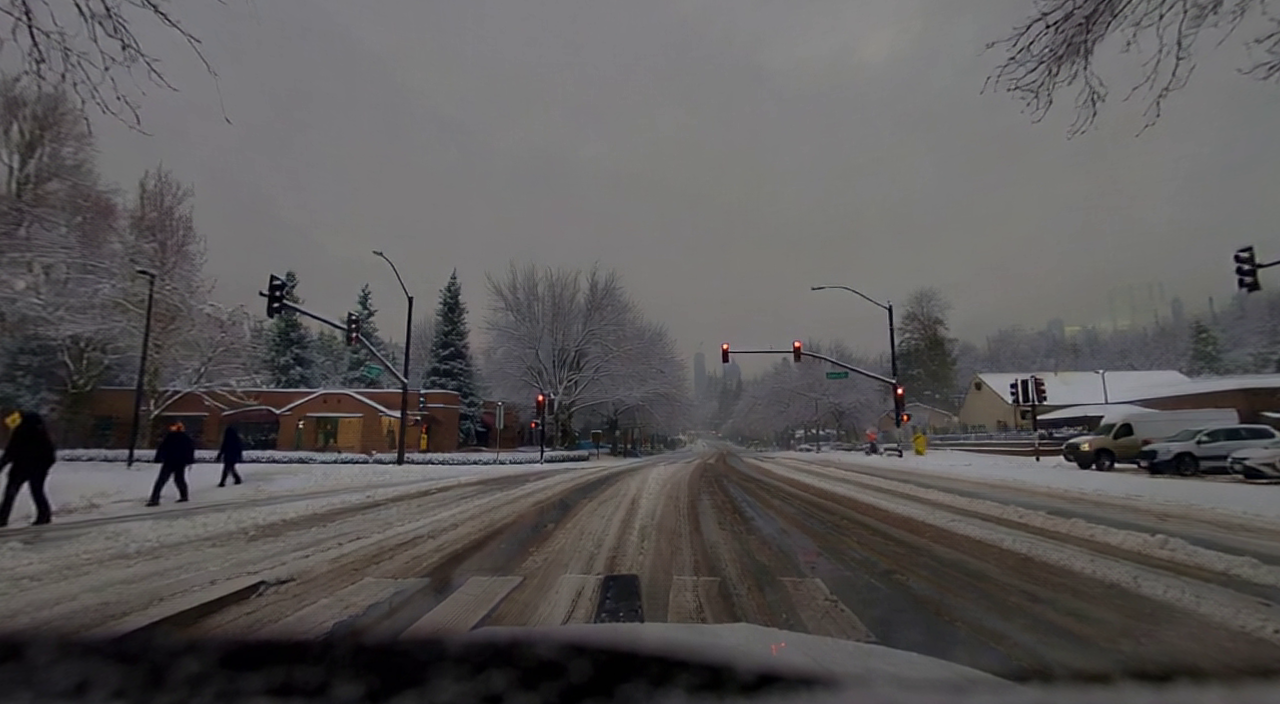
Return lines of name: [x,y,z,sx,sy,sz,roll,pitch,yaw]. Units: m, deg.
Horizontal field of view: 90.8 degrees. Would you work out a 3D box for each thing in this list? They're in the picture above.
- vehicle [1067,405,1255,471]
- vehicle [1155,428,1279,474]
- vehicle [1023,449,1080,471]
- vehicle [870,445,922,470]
vehicle: [22.941,3.850,28.094,5.855,2.746,2.523,-1,-9,3]
vehicle: [20.995,3.398,21.725,4.740,1.464,1.876,-1,-9,3]
vehicle: [27.711,7.242,42.689,1.589,1.405,3.633,-1,-9,4]
vehicle: [17.517,7.233,43.486,1.789,1.557,4.293,0,-9,0]
